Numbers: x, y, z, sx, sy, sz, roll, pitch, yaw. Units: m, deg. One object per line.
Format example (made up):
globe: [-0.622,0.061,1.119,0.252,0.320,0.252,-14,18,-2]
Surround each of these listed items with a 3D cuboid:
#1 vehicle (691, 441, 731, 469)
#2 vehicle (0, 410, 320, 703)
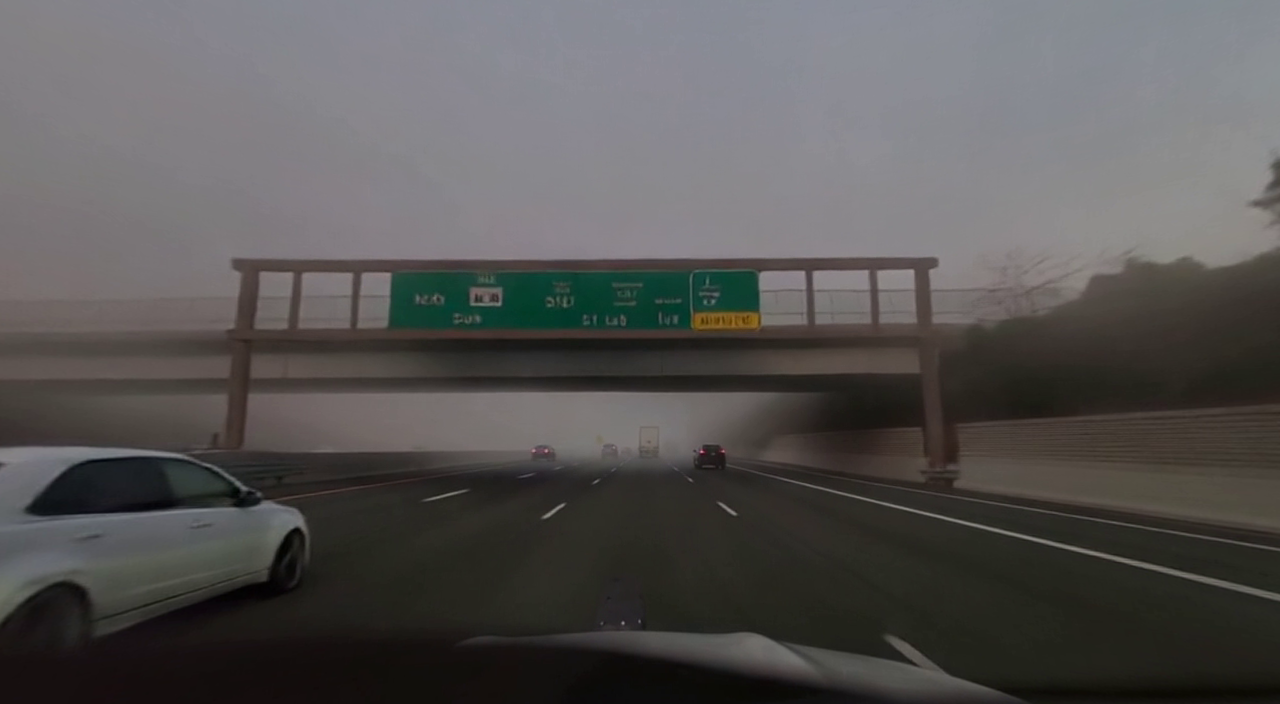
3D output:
vehicle: [4.326,6.374,38.987,2.046,1.655,4.143,0,-9,1]
vehicle: [-4.020,1.146,3.796,1.947,1.479,4.114,0,-9,1]
